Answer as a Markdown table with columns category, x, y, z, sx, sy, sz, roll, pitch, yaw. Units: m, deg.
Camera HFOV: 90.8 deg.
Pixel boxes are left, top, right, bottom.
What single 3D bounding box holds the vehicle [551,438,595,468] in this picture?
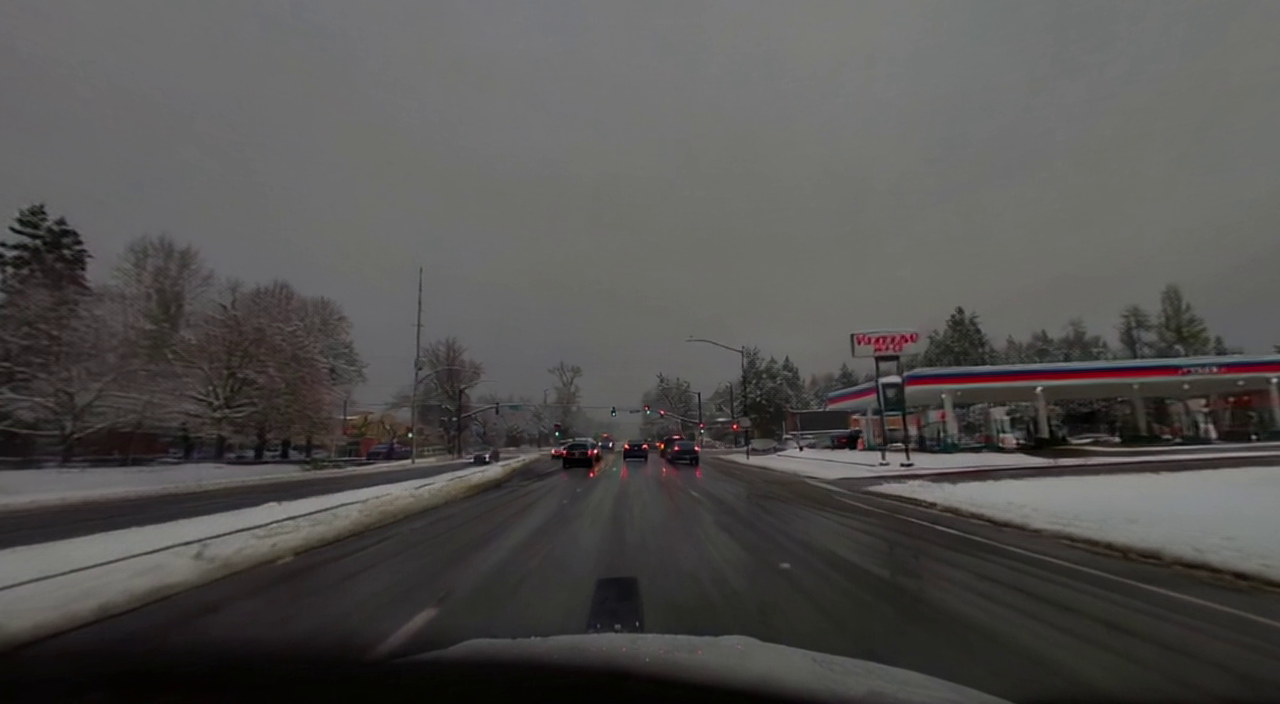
| category | x | y | z | sx | sy | sz | roll | pitch | yaw |
| --- | --- | --- | --- | --- | --- | --- | --- | --- | --- |
| vehicle | -3.847 | 5.887 | 37.010 | 2.040 | 1.661 | 4.573 | 0 | -8 | 1 |
